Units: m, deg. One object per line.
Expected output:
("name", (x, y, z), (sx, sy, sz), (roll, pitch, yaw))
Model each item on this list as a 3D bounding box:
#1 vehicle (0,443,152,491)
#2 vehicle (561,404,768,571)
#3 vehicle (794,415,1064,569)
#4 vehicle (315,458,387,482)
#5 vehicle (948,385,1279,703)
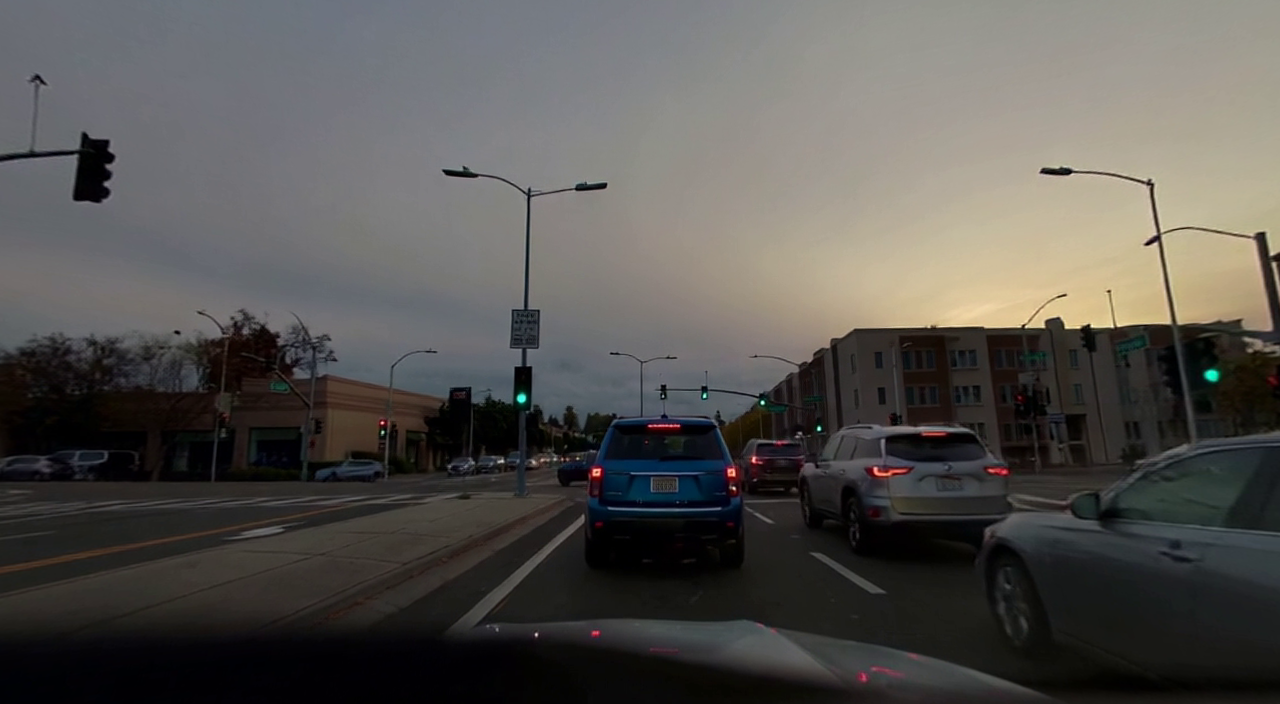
("vehicle", (-24.671, 4.937, 27.375), (5.062, 1.946, 2.243), (0, -9, -1))
("vehicle", (0.320, 1.841, 9.313), (2.292, 1.840, 4.394), (0, -9, 1))
("vehicle", (3.747, 1.894, 9.258), (2.018, 1.701, 4.288), (0, -9, 2))
("vehicle", (-19.757, 8.085, 43.334), (1.872, 1.477, 3.981), (-6, -10, 32))
("vehicle", (3.230, 0.889, 2.228), (2.056, 1.516, 4.776), (0, -9, 3))
